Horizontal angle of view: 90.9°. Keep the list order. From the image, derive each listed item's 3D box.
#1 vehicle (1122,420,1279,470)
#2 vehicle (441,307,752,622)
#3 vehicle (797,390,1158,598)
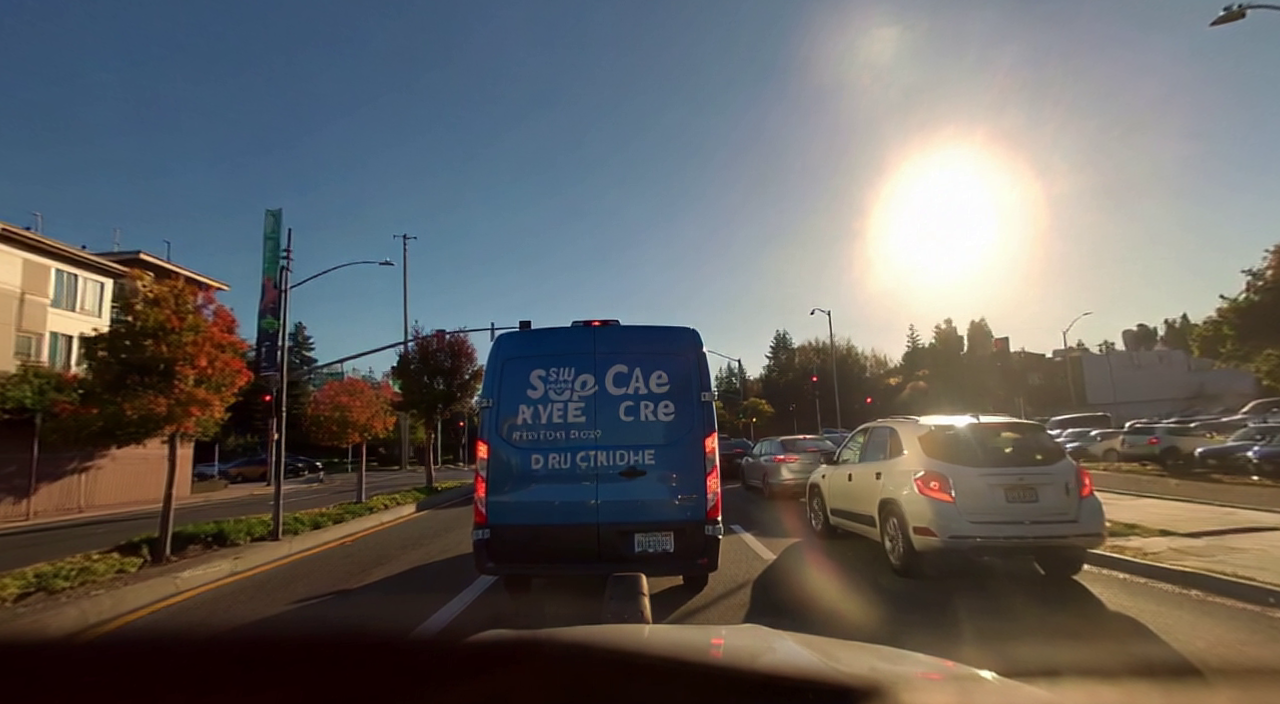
[{"bbox_3d":[17.187,2.831,19.181,3.491,1.443,1.837,0,-8,0],"label":"vehicle"},{"bbox_3d":[-0.303,1.231,7.545,2.422,2.488,4.992,0,-8,1],"label":"vehicle"},{"bbox_3d":[3.434,1.531,7.614,1.965,1.771,4.295,0,-8,0],"label":"vehicle"}]
